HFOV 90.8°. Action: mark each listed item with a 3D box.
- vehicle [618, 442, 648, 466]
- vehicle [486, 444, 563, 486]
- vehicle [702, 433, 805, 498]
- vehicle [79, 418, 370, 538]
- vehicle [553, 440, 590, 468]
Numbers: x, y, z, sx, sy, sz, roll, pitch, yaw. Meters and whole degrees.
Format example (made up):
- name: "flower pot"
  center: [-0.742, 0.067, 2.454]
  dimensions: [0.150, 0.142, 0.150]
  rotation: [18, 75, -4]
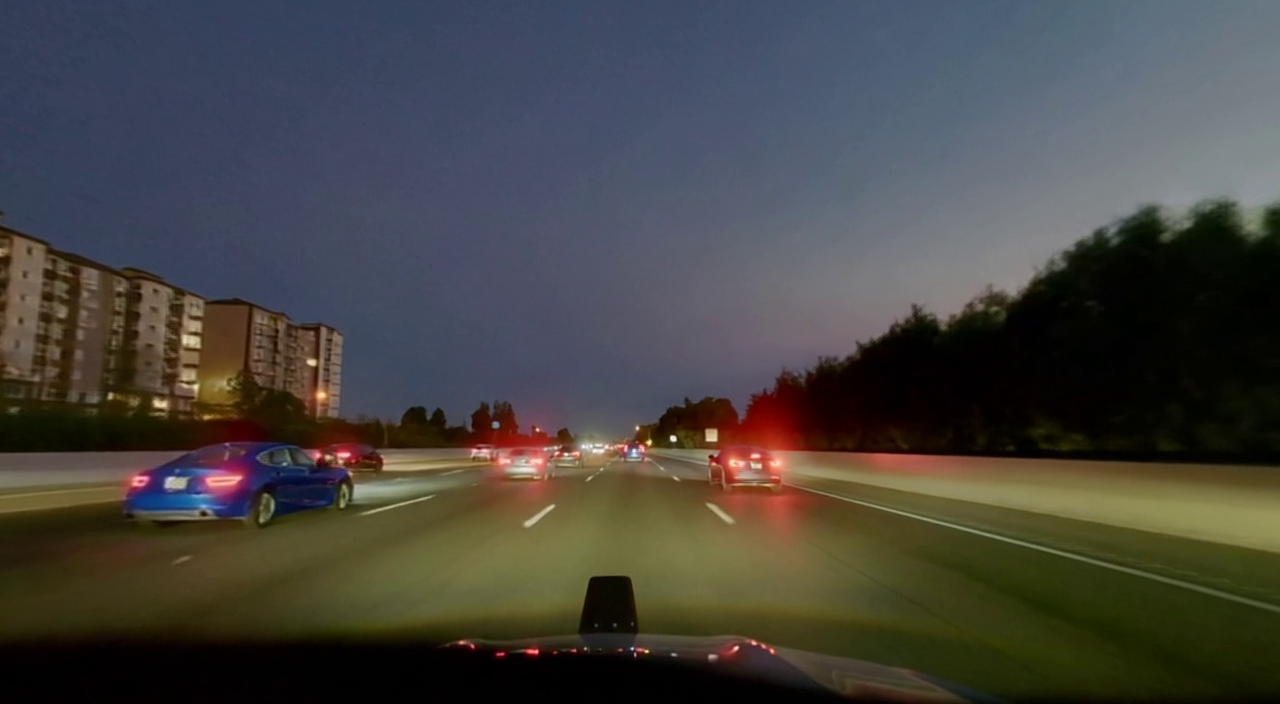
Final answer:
- name: "vehicle"
  center: [-0.521, 7.305, 45.465]
  dimensions: [2.053, 1.650, 3.945]
  rotation: [0, -9, -1]
- name: "vehicle"
  center: [-4.238, 4.229, 23.999]
  dimensions: [2.124, 1.426, 4.444]
  rotation: [0, -8, -1]
- name: "vehicle"
  center: [3.158, 3.258, 18.604]
  dimensions: [2.061, 1.658, 4.417]
  rotation: [0, -8, -2]
- name: "vehicle"
  center: [-7.326, 2.268, 12.059]
  dimensions: [2.086, 1.776, 5.080]
  rotation: [0, -9, 0]
- name: "vehicle"
  center: [-4.564, 6.840, 42.574]
  dimensions: [2.044, 1.774, 4.329]
  rotation: [0, -9, 0]
